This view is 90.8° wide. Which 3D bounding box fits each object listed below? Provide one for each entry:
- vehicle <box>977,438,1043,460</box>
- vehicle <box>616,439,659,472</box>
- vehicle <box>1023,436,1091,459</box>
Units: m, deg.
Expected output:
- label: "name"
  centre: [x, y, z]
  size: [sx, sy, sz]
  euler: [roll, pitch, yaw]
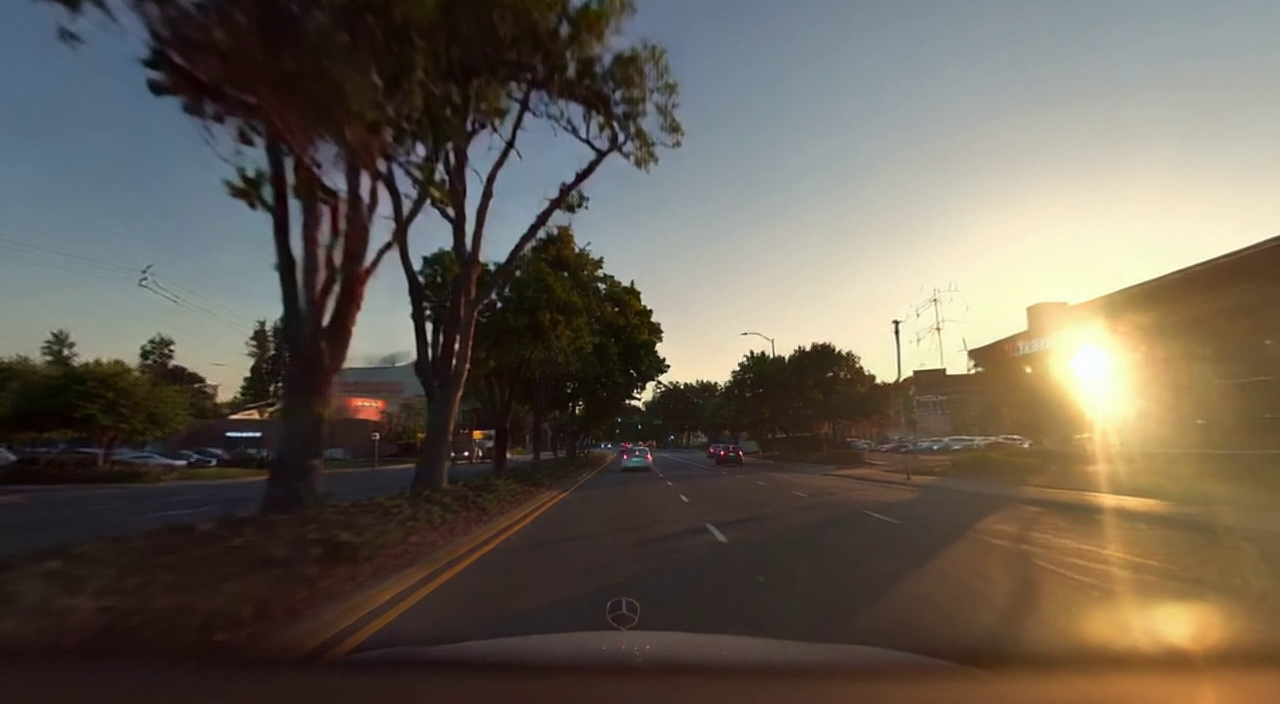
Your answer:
- label: "vehicle"
  centre: [26.636, 6.972, 45.655]
  size: [1.840, 1.446, 4.820]
  euler: [-1, -8, 0]
- label: "vehicle"
  centre: [-0.186, 5.408, 33.234]
  size: [2.072, 1.545, 4.578]
  euler: [0, -8, -1]
- label: "vehicle"
  centre: [29.413, 6.788, 44.728]
  size: [1.805, 1.481, 4.351]
  euler: [-1, -9, -1]
